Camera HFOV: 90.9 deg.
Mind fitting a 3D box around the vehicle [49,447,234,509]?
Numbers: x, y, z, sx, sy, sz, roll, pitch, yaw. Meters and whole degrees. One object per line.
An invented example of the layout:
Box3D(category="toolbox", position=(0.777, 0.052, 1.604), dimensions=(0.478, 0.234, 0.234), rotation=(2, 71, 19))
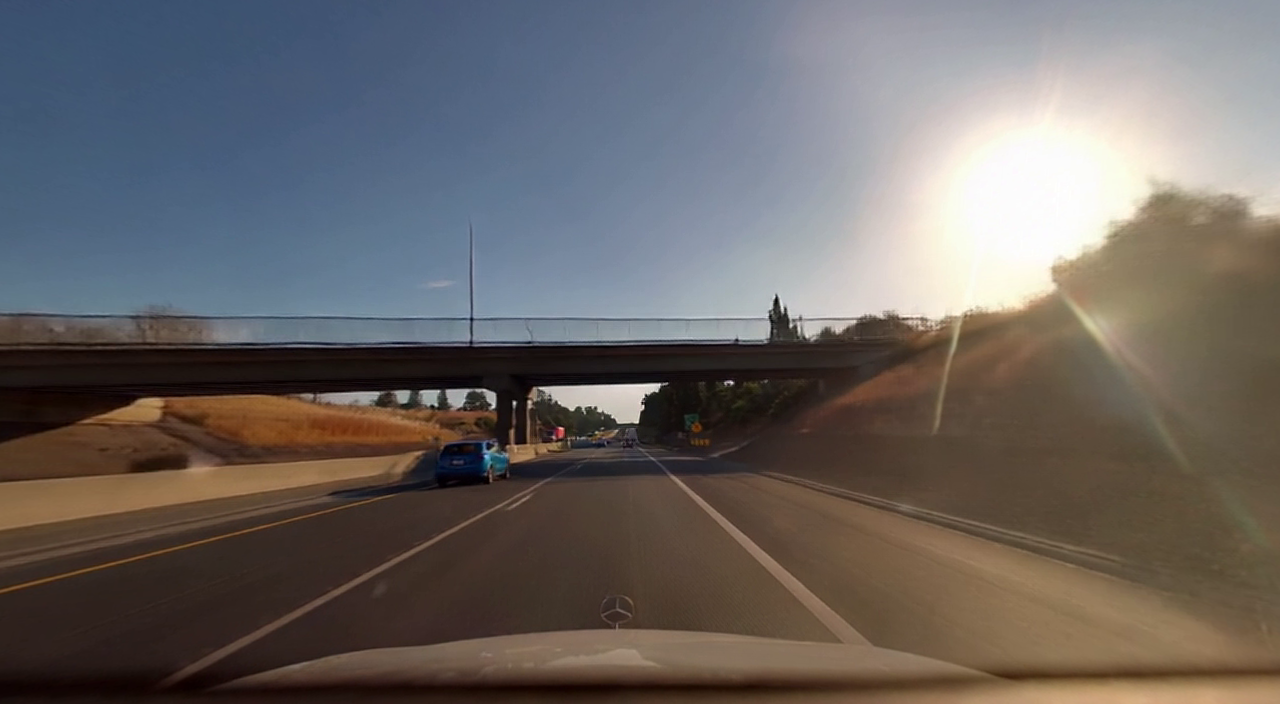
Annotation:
Box3D(category="vehicle", position=(-13.769, 3.449, 17.815), dimensions=(1.813, 1.437, 4.270), rotation=(0, -8, -1))

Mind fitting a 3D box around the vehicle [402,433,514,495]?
Box3D(category="vehicle", position=(-4.882, 3.011, 17.496), dimensions=(1.965, 1.513, 3.774), rotation=(0, -8, 0))
